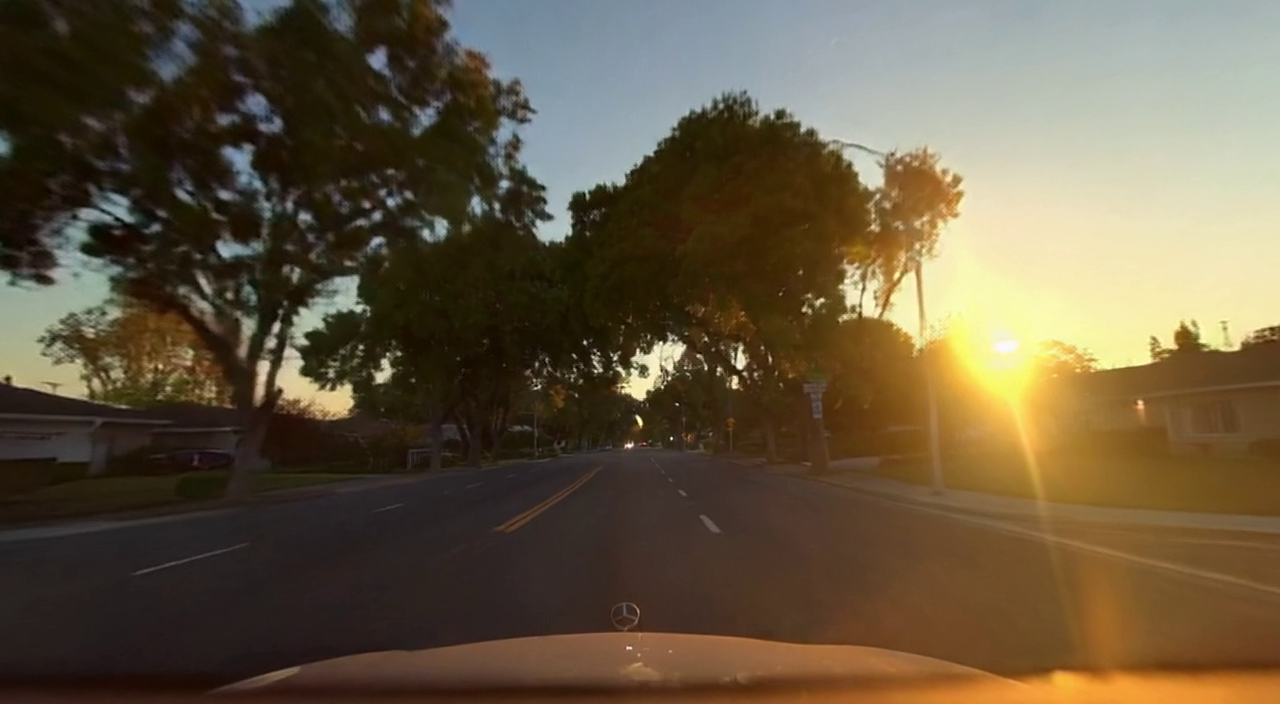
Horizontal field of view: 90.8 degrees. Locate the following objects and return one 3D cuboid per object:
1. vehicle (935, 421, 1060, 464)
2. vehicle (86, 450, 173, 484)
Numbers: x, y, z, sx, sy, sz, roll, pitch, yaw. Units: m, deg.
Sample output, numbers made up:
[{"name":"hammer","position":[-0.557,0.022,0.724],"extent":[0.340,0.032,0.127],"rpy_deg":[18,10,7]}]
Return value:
[{"name":"vehicle","position":[21.326,5.455,37.865],"extent":[6.048,2.416,2.158],"rpy_deg":[-1,-9,1]},{"name":"vehicle","position":[-28.153,6.308,34.834],"extent":[4.542,1.700,2.201],"rpy_deg":[-6,-10,31]}]
